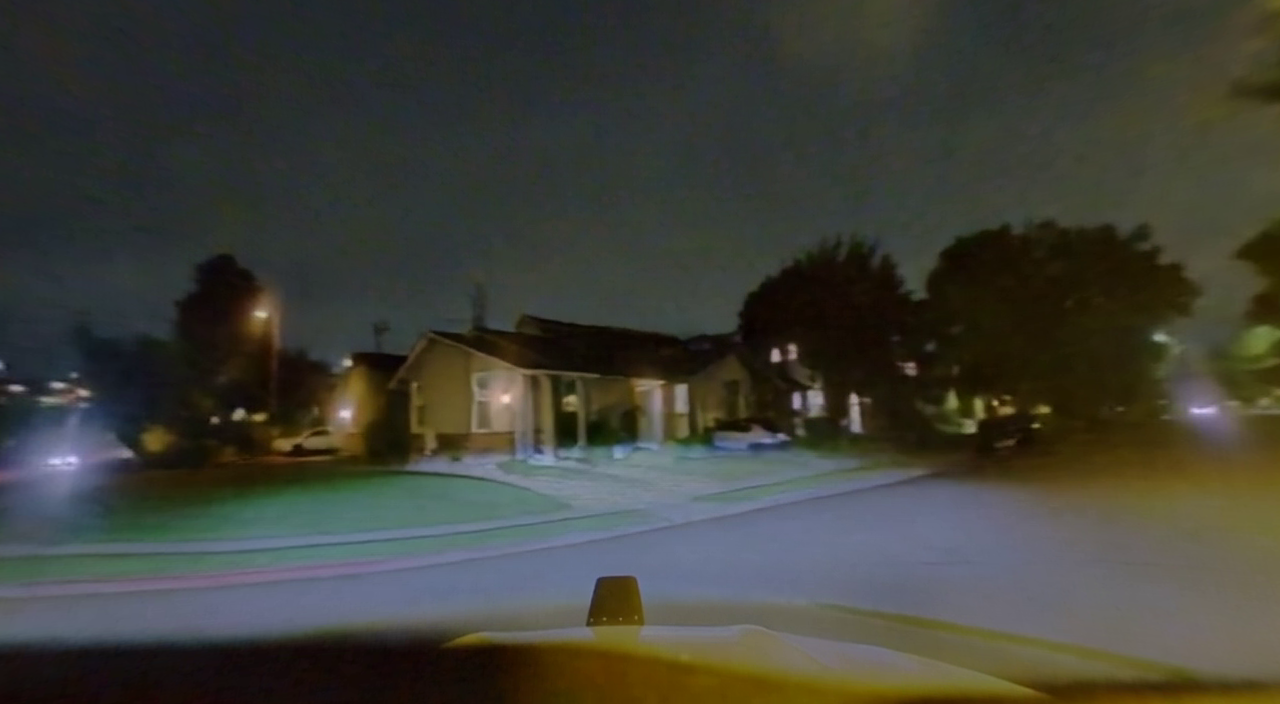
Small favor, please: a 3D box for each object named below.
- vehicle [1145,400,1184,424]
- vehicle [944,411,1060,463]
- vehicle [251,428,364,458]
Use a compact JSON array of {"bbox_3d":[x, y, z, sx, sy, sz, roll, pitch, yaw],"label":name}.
[{"bbox_3d":[41.530,4.787,49.988,4.066,1.655,1.805,7,-11,-44],"label":"vehicle"},{"bbox_3d":[11.774,2.742,20.439,4.292,1.490,1.954,7,-11,-42],"label":"vehicle"},{"bbox_3d":[-17.434,4.770,33.273,4.799,1.469,2.010,7,-11,-44],"label":"vehicle"}]
